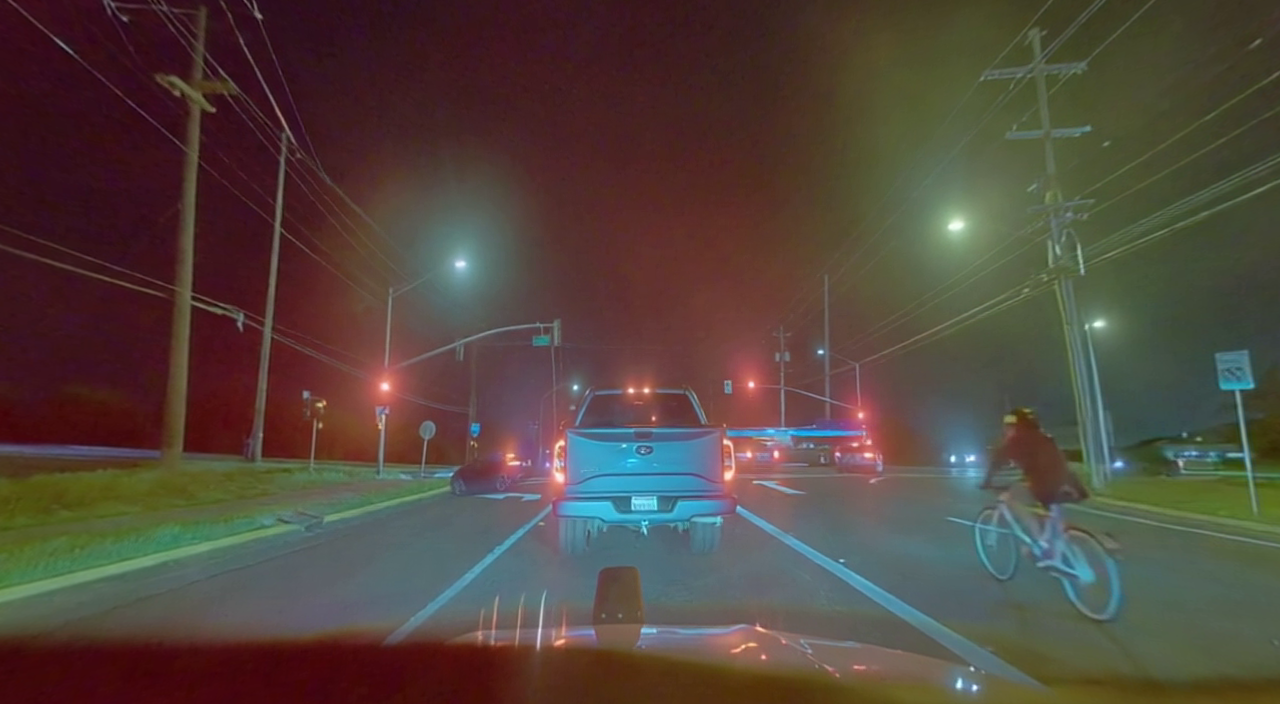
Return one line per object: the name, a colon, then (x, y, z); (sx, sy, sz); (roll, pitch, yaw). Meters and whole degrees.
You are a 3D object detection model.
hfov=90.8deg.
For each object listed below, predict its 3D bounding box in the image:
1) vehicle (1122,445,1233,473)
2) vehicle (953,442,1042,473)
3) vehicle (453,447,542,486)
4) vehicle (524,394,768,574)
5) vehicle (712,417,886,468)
vehicle: (34.966, 6.964, 41.186); (5.426, 1.728, 1.999); (0, -8, -2)
vehicle: (25.179, 7.426, 44.595); (5.077, 2.008, 1.991); (2, -9, -3)
vehicle: (-6.257, 5.073, 28.305); (1.935, 1.490, 4.578); (-4, -8, 16)
vehicle: (-0.001, 1.868, 9.864); (2.707, 1.964, 5.485); (0, -8, -1)
vehicle: (10.364, 6.049, 42.129); (10.726, 3.128, 3.003); (-1, -8, 0)
